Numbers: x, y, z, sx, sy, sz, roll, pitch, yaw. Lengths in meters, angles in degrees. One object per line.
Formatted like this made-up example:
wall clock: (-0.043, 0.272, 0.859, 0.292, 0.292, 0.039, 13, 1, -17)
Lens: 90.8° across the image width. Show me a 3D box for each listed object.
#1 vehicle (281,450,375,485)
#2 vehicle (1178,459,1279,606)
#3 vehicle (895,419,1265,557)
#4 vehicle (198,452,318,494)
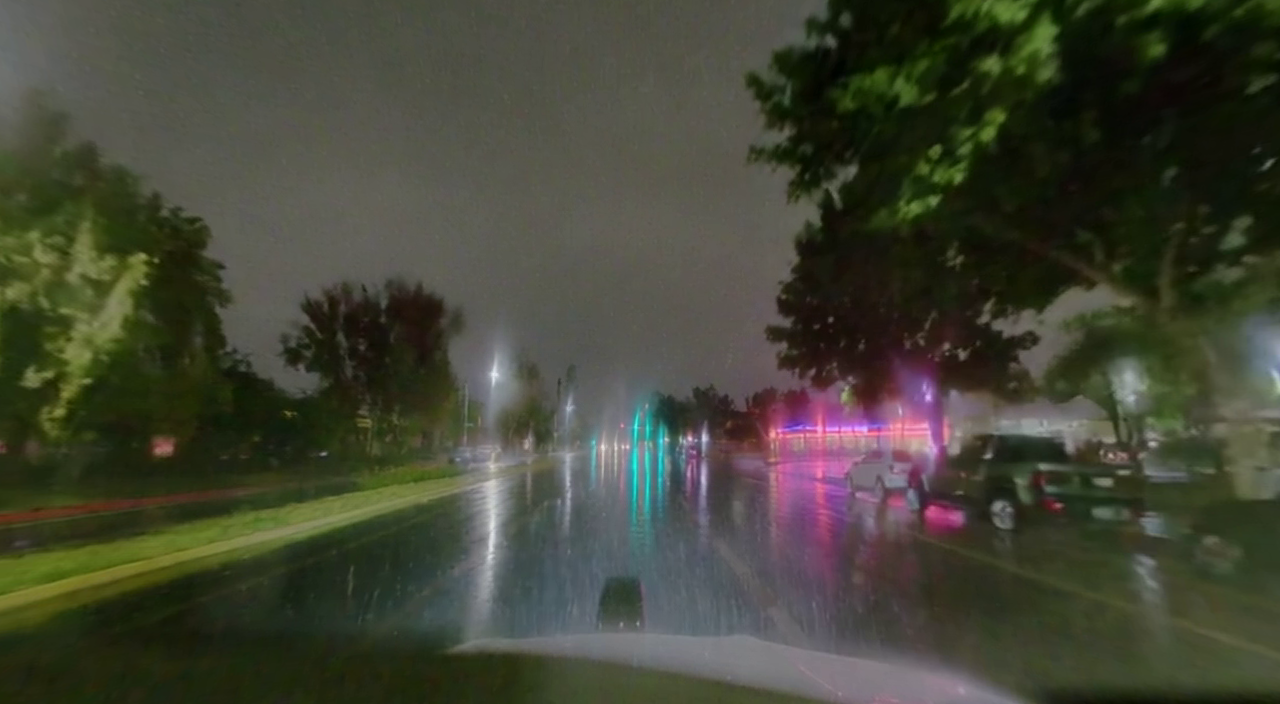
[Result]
vehicle: (-14.782, 5.476, 30.290, 2.124, 1.501, 4.807, 0, -9, -1)
vehicle: (7.314, 1.615, 5.041, 1.845, 1.428, 4.668, 0, -9, -2)
vehicle: (7.372, 2.360, 11.891, 2.610, 1.915, 6.019, 0, -9, 0)
vehicle: (-14.852, 4.705, 24.913, 1.836, 1.473, 4.413, 0, -9, 2)
